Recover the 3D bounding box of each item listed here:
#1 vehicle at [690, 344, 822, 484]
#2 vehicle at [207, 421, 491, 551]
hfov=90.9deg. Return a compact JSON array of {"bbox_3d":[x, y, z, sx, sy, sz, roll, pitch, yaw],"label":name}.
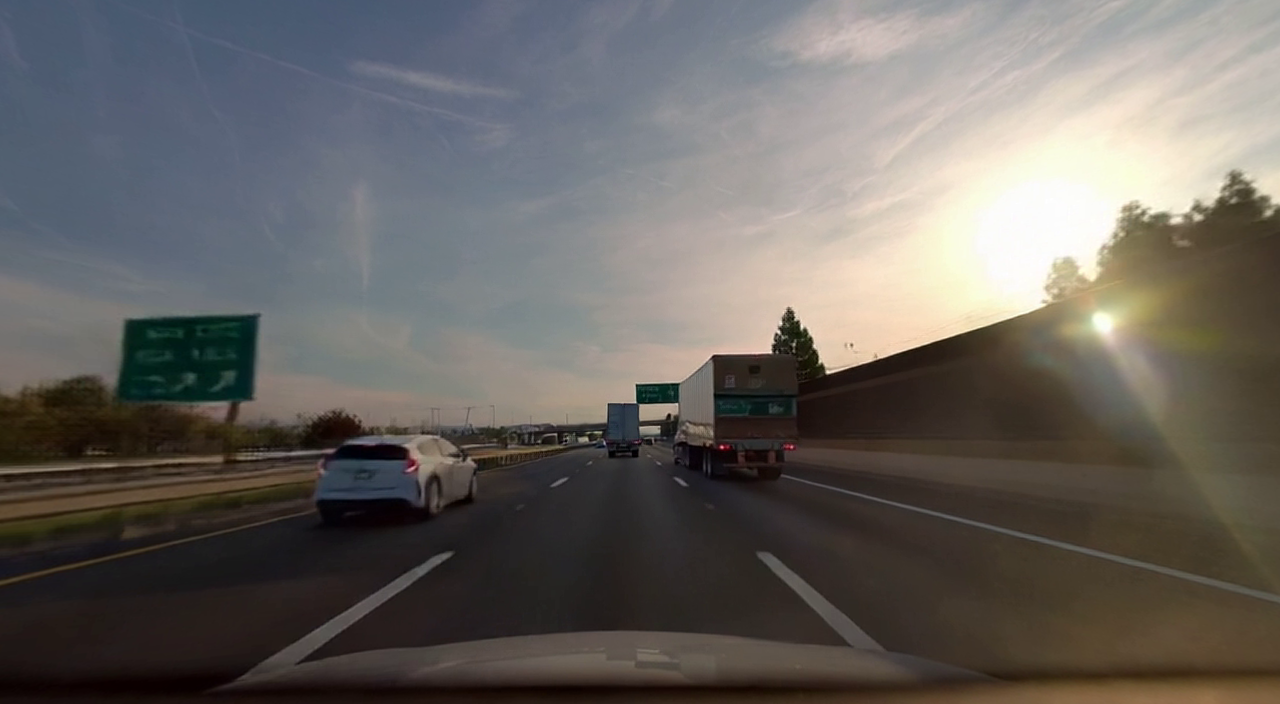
[{"bbox_3d":[3.648,2.321,22.227,2.873,3.998,8.286,0,-8,-1],"label":"vehicle"},{"bbox_3d":[-4.127,1.969,10.231,2.208,1.542,5.138,0,-8,-1],"label":"vehicle"}]
